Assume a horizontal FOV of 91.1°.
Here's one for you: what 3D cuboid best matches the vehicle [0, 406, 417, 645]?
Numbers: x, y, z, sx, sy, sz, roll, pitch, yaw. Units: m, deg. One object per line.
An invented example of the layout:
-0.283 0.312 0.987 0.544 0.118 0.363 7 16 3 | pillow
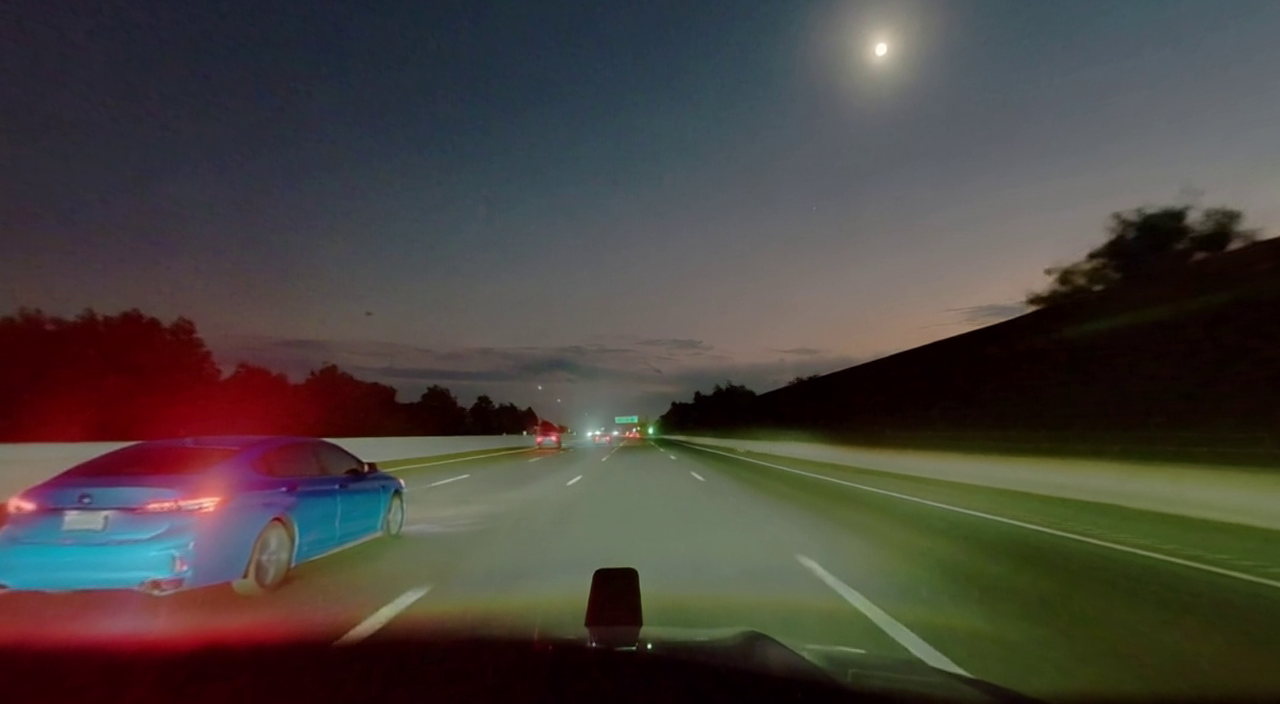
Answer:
-3.921 1.363 6.000 2.079 1.500 3.881 0 -8 1 | vehicle
